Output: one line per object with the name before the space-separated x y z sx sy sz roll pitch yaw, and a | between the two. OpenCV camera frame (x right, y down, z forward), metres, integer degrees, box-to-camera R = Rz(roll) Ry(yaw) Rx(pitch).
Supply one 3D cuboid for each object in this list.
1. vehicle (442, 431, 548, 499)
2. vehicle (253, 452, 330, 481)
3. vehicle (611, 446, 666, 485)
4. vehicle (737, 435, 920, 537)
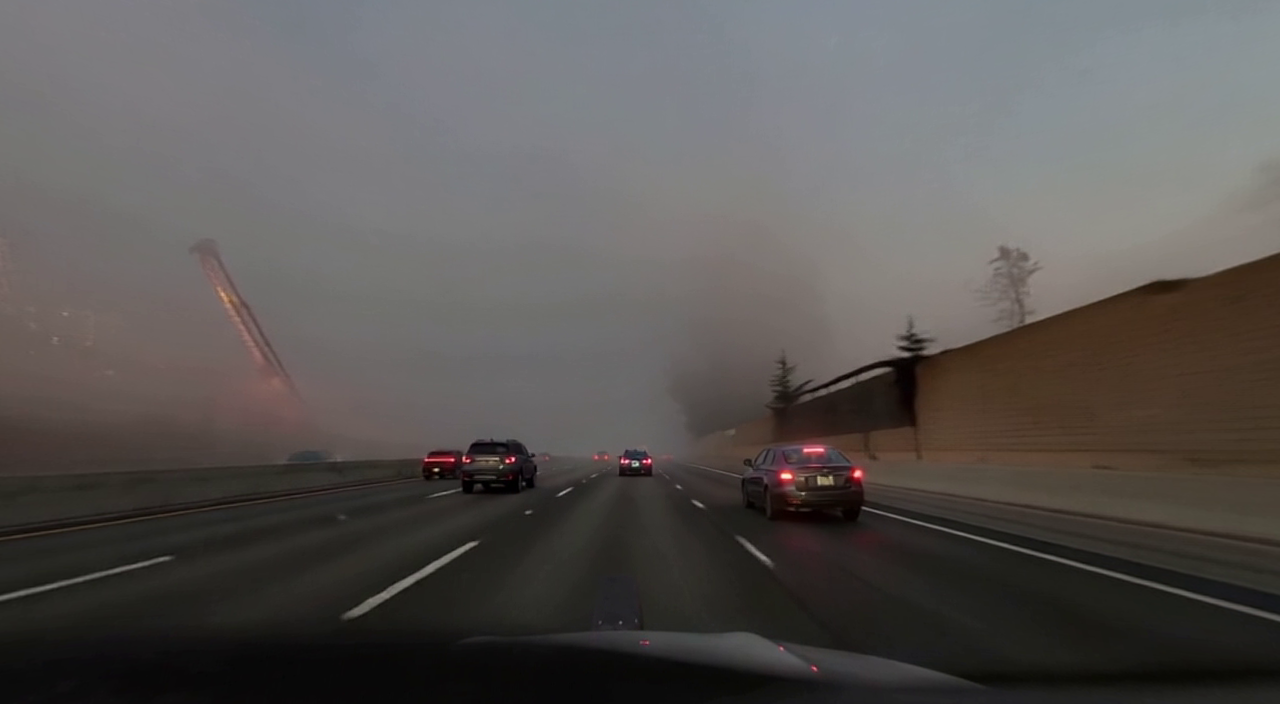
vehicle | -4.156 3.321 18.905 2.121 1.775 4.335 0 -9 0
vehicle | -19.635 6.438 35.829 1.800 1.474 4.377 0 -9 1
vehicle | -0.088 4.572 25.751 2.045 1.452 4.040 0 -9 -1
vehicle | 3.186 2.359 11.820 1.917 1.507 4.540 0 -9 -2
